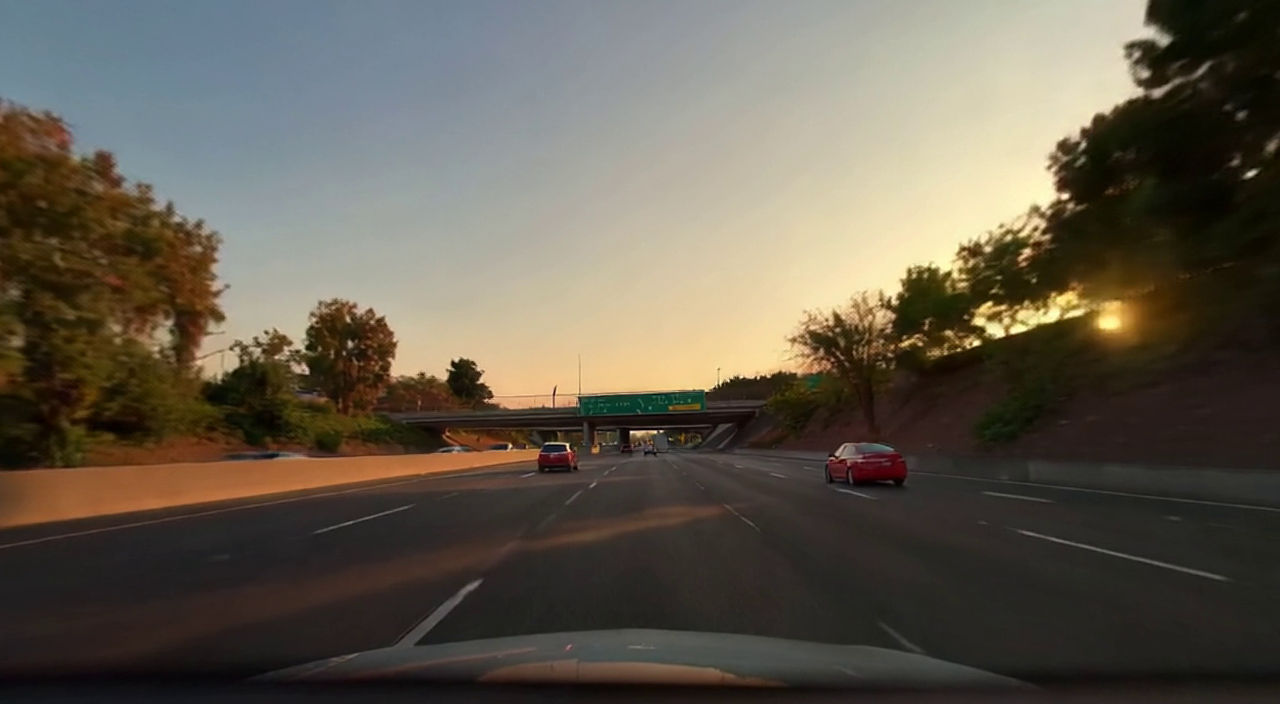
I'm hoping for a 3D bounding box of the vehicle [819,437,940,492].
[{"bbox_3d":[7.179,3.408,19.490,1.914,1.465,4.574,0,-8,-1],"label":"vehicle"}]

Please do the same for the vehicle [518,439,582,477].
[{"bbox_3d":[-3.956,4.747,28.530,2.085,1.533,4.861,0,-8,1],"label":"vehicle"}]

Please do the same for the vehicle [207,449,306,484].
[{"bbox_3d":[-17.545,5.225,29.134,1.820,1.487,4.311,0,-8,1],"label":"vehicle"}]
